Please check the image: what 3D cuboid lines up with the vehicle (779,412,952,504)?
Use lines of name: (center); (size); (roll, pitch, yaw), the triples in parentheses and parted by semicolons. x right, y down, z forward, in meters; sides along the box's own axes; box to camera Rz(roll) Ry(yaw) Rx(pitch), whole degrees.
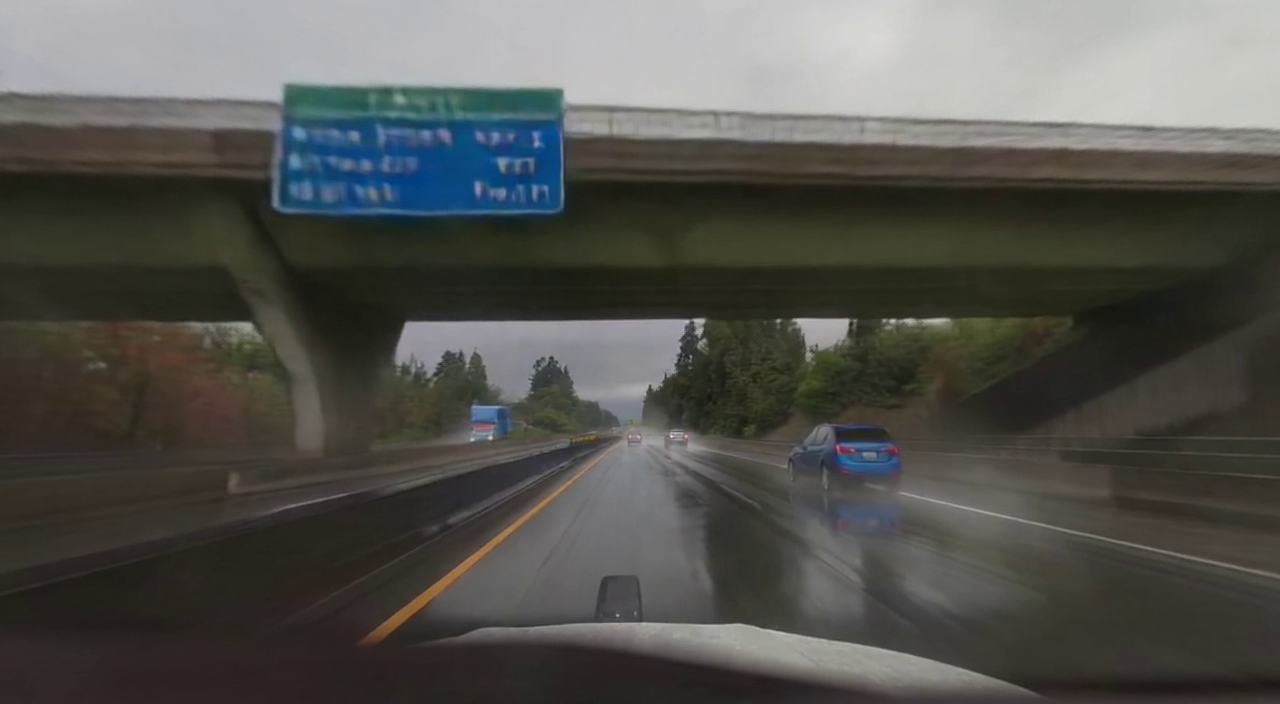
vehicle: (4.570, 2.211, 13.532); (2.073, 1.651, 4.065); (0, -8, -2)
